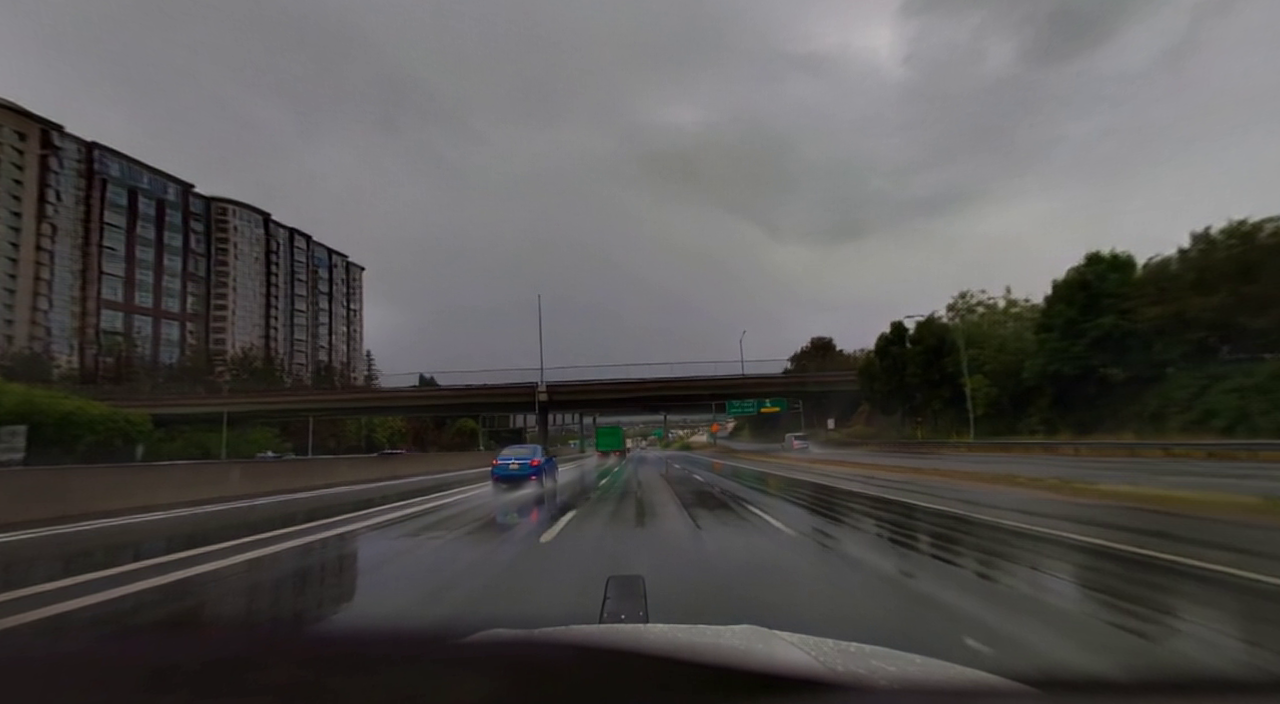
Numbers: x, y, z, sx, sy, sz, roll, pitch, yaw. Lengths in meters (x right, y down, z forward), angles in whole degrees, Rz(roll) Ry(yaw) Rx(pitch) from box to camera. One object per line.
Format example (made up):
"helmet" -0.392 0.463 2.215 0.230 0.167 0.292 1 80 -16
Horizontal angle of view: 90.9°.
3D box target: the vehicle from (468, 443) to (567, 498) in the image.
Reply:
"vehicle" -3.586 3.579 19.364 2.039 1.478 4.483 0 -9 1
